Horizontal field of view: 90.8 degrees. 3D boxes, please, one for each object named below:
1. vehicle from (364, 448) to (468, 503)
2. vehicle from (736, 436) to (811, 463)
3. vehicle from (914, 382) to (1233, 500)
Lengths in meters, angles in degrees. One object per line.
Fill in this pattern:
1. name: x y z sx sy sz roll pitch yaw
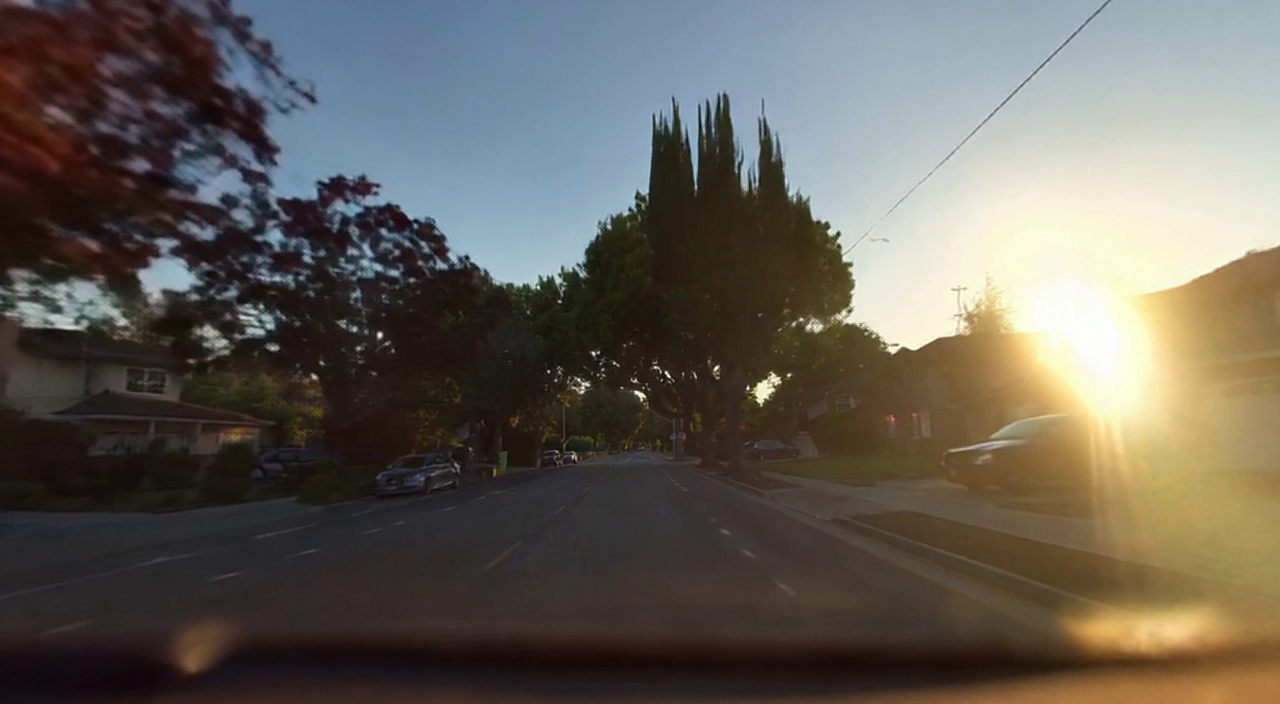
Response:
1. vehicle: -7.581 4.216 21.901 1.973 1.500 4.781 -5 -9 -2
2. vehicle: 8.925 6.565 42.545 4.535 1.697 1.968 0 -9 -1
3. vehicle: 9.035 1.910 13.580 5.221 1.958 1.992 -4 -9 0
